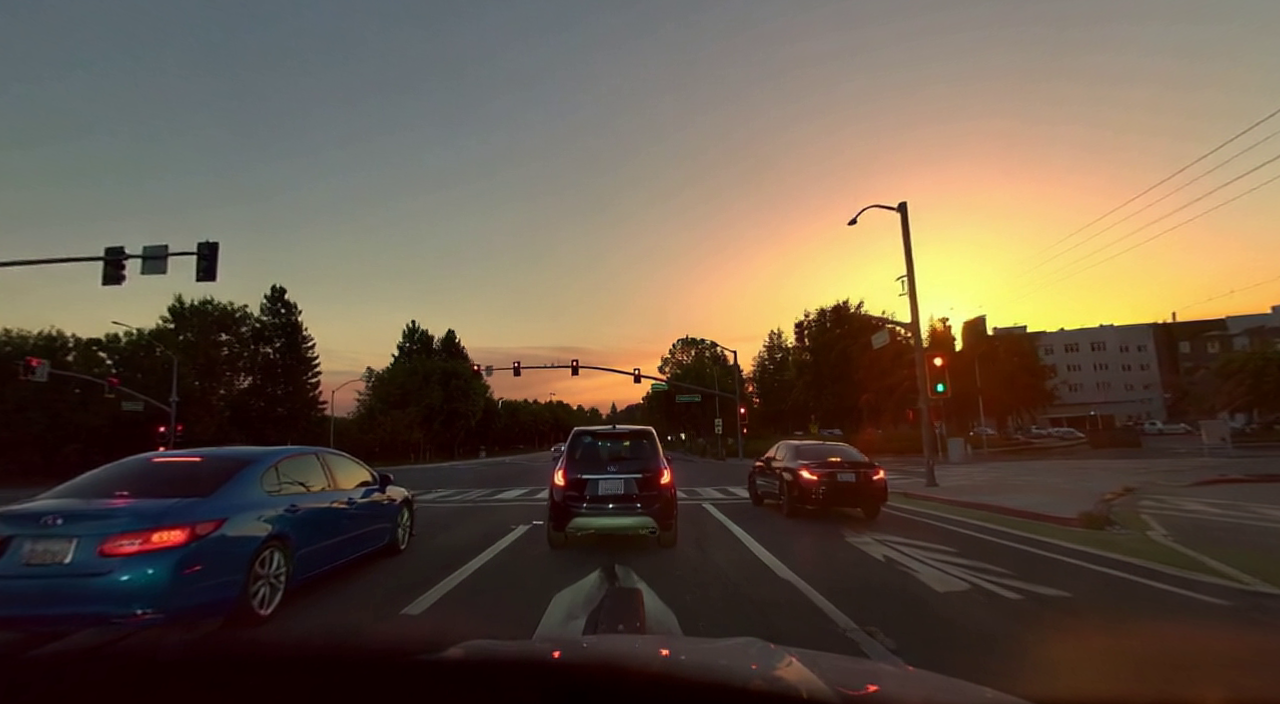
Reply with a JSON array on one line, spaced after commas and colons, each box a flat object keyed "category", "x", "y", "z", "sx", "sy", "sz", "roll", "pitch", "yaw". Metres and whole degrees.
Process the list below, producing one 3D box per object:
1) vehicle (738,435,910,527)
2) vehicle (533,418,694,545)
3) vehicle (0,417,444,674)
[{"category": "vehicle", "x": 3.271, "y": 2.382, "z": 12.293, "sx": 1.970, "sy": 1.449, "sz": 4.433, "roll": 0, "pitch": -8, "yaw": -1}, {"category": "vehicle", "x": -0.351, "y": 1.929, "z": 10.003, "sx": 2.038, "sy": 1.599, "sz": 3.844, "roll": 0, "pitch": -8, "yaw": 0}, {"category": "vehicle", "x": -3.584, "y": 1.455, "z": 5.962, "sx": 2.052, "sy": 1.472, "sz": 4.479, "roll": 0, "pitch": -8, "yaw": 0}]
